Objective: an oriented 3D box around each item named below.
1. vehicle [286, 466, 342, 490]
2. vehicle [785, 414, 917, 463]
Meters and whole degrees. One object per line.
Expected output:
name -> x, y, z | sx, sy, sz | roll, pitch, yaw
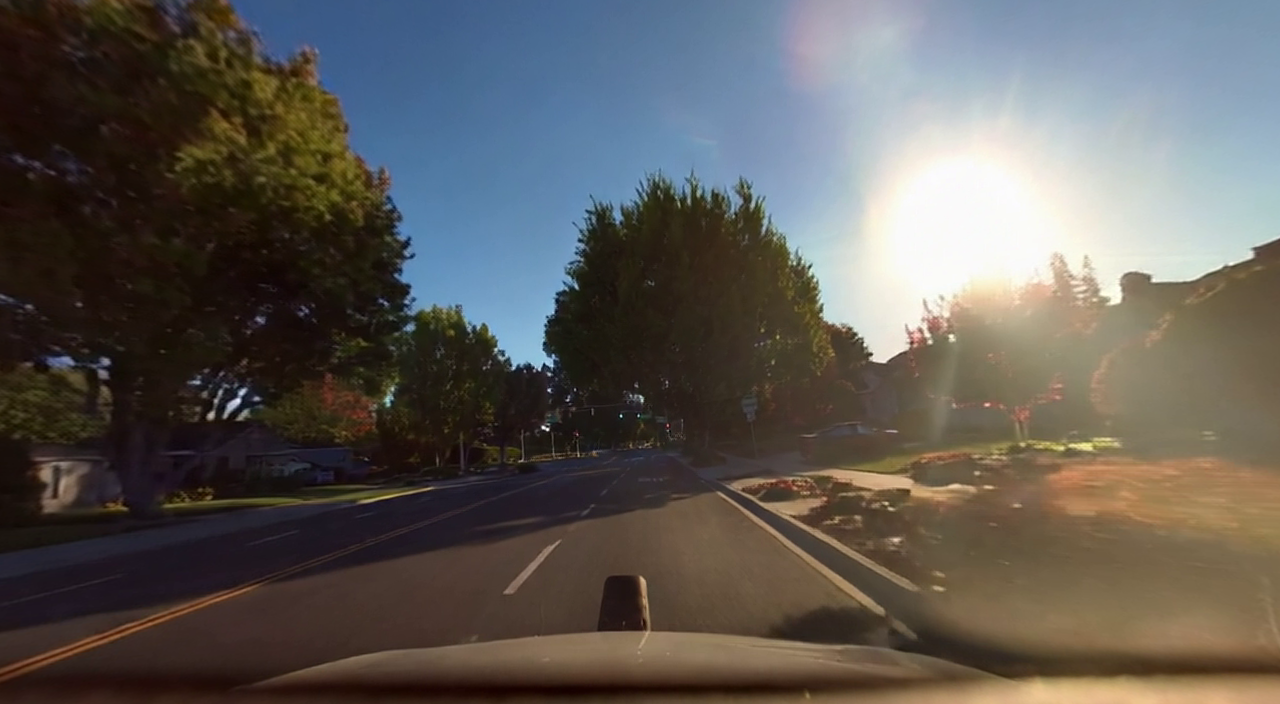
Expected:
vehicle -> -22.278, 8.586, 43.029 | 1.847, 1.461, 3.659 | 0, -9, 0
vehicle -> 8.349, 3.454, 24.941 | 4.636, 1.823, 1.997 | 3, -9, -18
